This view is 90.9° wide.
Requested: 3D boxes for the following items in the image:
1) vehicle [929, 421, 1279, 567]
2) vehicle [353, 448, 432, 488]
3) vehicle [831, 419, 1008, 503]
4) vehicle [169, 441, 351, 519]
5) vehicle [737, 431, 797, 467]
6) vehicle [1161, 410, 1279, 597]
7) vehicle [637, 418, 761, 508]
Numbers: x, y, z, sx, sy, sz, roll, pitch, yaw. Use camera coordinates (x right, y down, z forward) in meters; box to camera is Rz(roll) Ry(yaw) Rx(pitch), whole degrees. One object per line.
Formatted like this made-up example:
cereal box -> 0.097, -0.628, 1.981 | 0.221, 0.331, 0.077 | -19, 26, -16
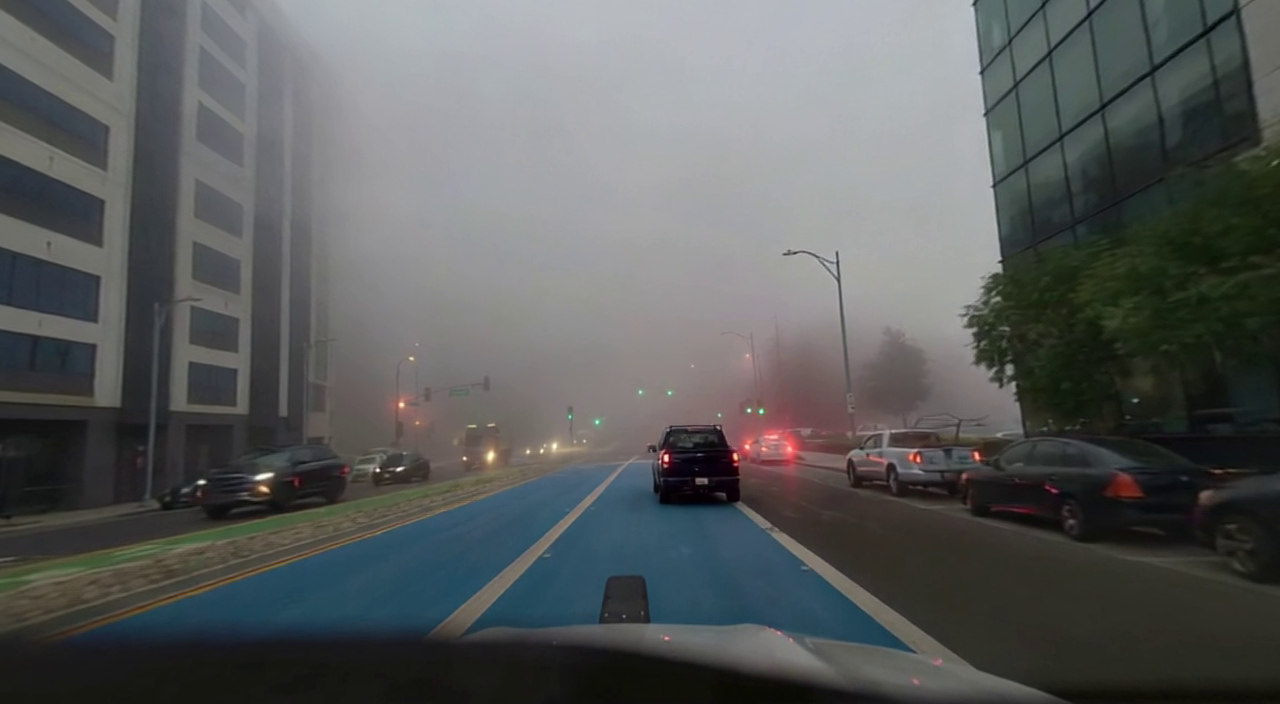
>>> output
vehicle -> 6.476, 1.913, 9.376 | 2.106, 1.550, 5.046 | -1, -9, 2
vehicle -> -11.994, 5.620, 30.999 | 2.191, 1.763, 5.059 | 0, -9, -4
vehicle -> 6.794, 2.748, 16.258 | 2.088, 1.761, 5.697 | -1, -9, 2
vehicle -> -10.040, 3.371, 17.253 | 2.072, 1.806, 4.736 | 0, -8, -1
vehicle -> 6.929, 5.368, 34.884 | 2.205, 1.823, 5.078 | 0, -9, 0
vehicle -> 6.628, 1.176, 4.529 | 1.927, 1.631, 4.417 | 0, -9, 0
vehicle -> 1.174, 2.550, 14.847 | 2.283, 1.773, 4.255 | 0, -9, -3
